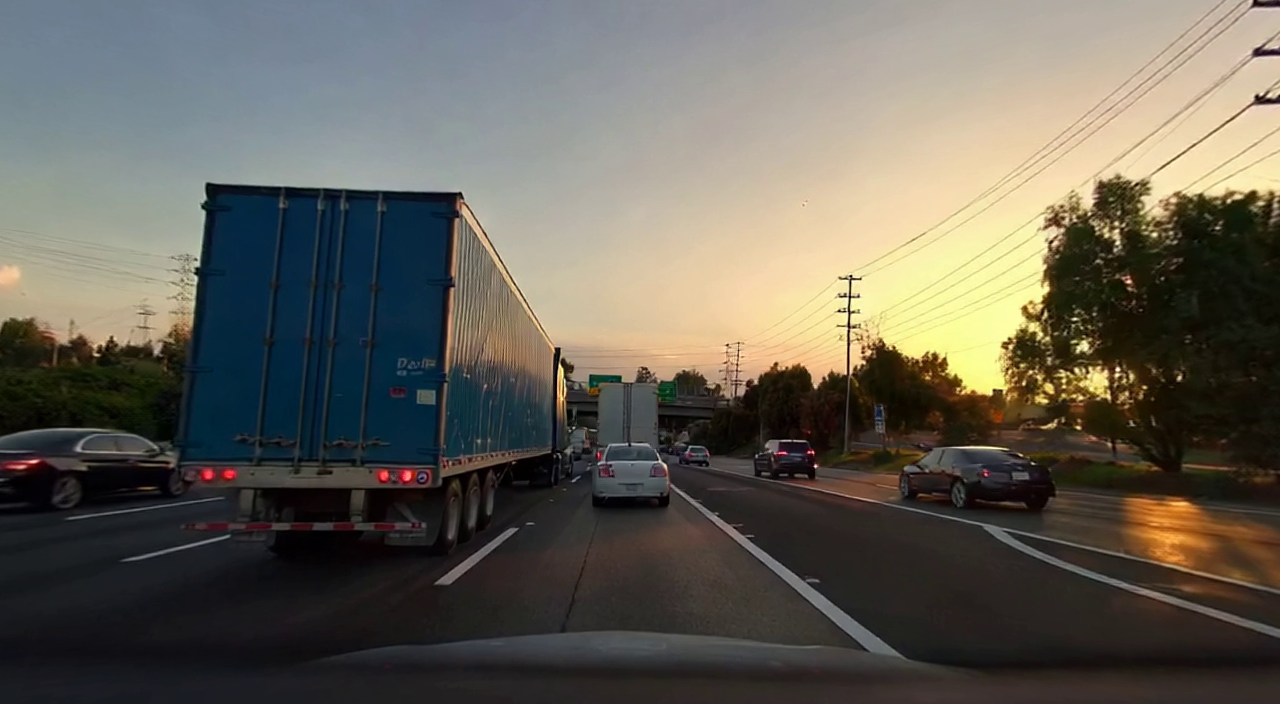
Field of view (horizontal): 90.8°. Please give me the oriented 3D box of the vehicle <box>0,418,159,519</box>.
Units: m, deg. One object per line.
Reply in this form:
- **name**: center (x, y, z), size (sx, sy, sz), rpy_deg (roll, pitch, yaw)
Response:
- **vehicle**: center (-11.803, 2.105, 11.608), size (2.148, 1.678, 4.851), rpy_deg (0, -9, -1)

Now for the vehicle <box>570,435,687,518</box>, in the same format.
- **vehicle**: center (-0.289, 2.556, 13.437), size (2.112, 1.463, 4.012), rpy_deg (0, -9, -2)

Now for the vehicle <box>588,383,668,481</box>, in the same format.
- **vehicle**: center (-0.720, 3.530, 27.170), size (2.909, 3.518, 8.262), rpy_deg (1, -9, -4)

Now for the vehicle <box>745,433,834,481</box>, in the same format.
- **vehicle**: center (5.668, 4.053, 24.566), size (2.023, 1.676, 4.002), rpy_deg (1, -9, -8)

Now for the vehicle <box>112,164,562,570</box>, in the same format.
- **vehicle**: center (-4.179, 1.418, 15.572), size (3.150, 4.298, 17.928), rpy_deg (0, -9, -3)

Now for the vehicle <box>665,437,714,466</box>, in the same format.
- **vehicle**: center (3.019, 6.181, 39.350), size (1.984, 1.662, 4.469), rpy_deg (2, -9, -10)

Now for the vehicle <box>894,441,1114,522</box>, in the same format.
- **vehicle**: center (7.325, 2.609, 13.323), size (1.878, 1.406, 4.164), rpy_deg (1, -9, -5)
